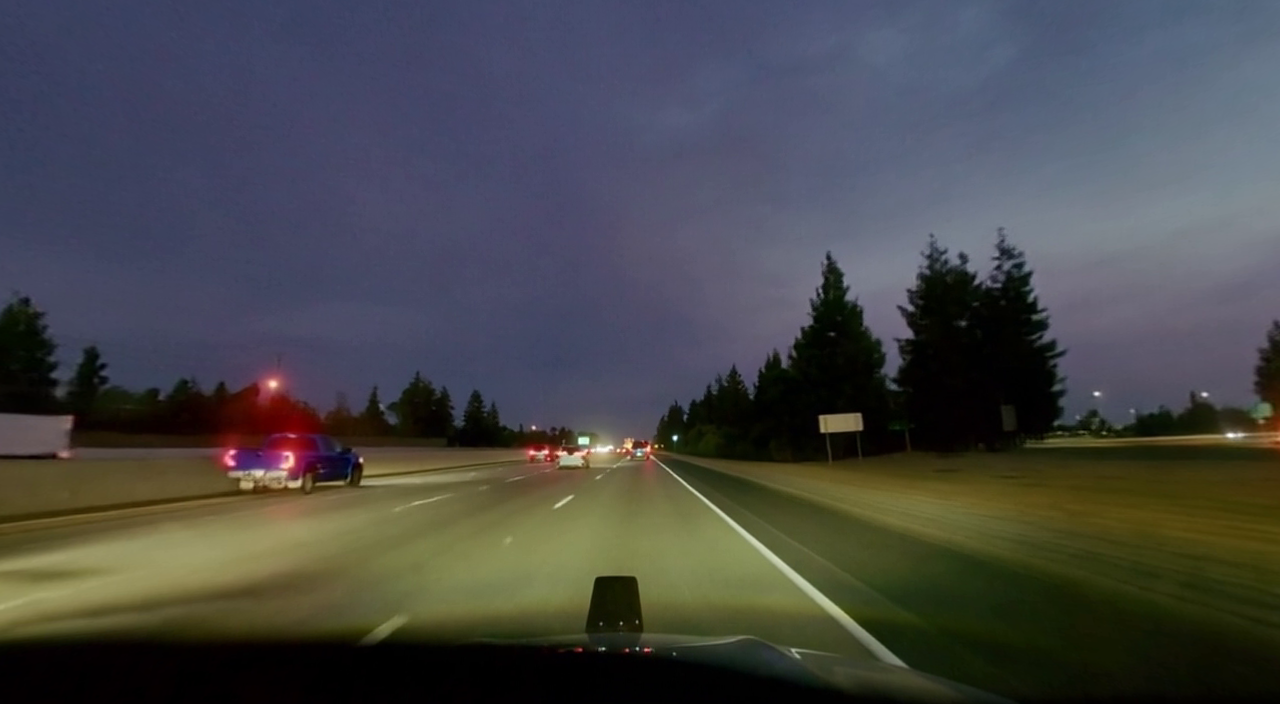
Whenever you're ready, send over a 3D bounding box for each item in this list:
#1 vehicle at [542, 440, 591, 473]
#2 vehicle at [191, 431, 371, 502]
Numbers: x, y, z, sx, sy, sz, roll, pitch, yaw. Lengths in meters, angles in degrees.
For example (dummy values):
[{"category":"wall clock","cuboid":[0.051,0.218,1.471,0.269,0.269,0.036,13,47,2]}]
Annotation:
[{"category":"vehicle","cuboid":[-3.973,5.733,34.646,2.094,1.695,4.260,0,-9,1]},{"category":"vehicle","cuboid":[-10.214,3.297,18.621,2.146,1.764,5.510,0,-9,-1]}]
